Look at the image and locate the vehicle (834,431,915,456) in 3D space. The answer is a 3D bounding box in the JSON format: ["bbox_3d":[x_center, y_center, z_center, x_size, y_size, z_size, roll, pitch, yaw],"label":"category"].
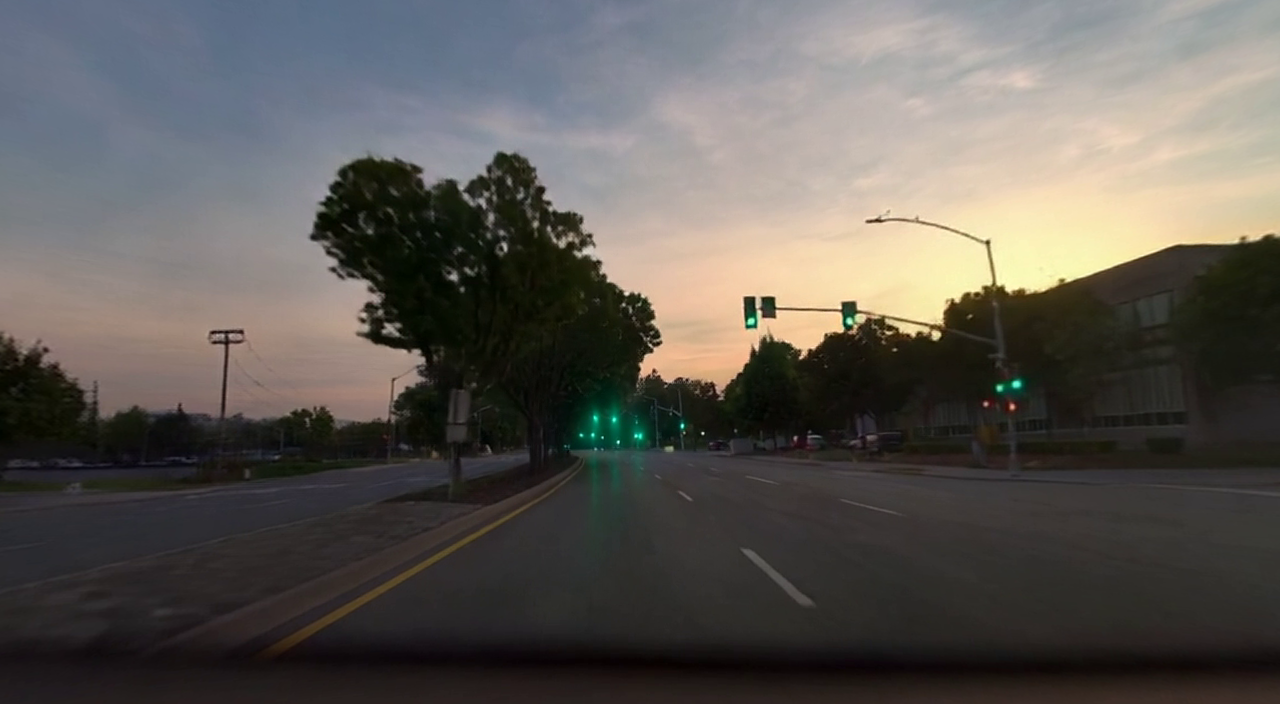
[{"bbox_3d":[15.825,6.201,42.717,4.510,1.667,2.247,1,-8,-6],"label":"vehicle"}]
